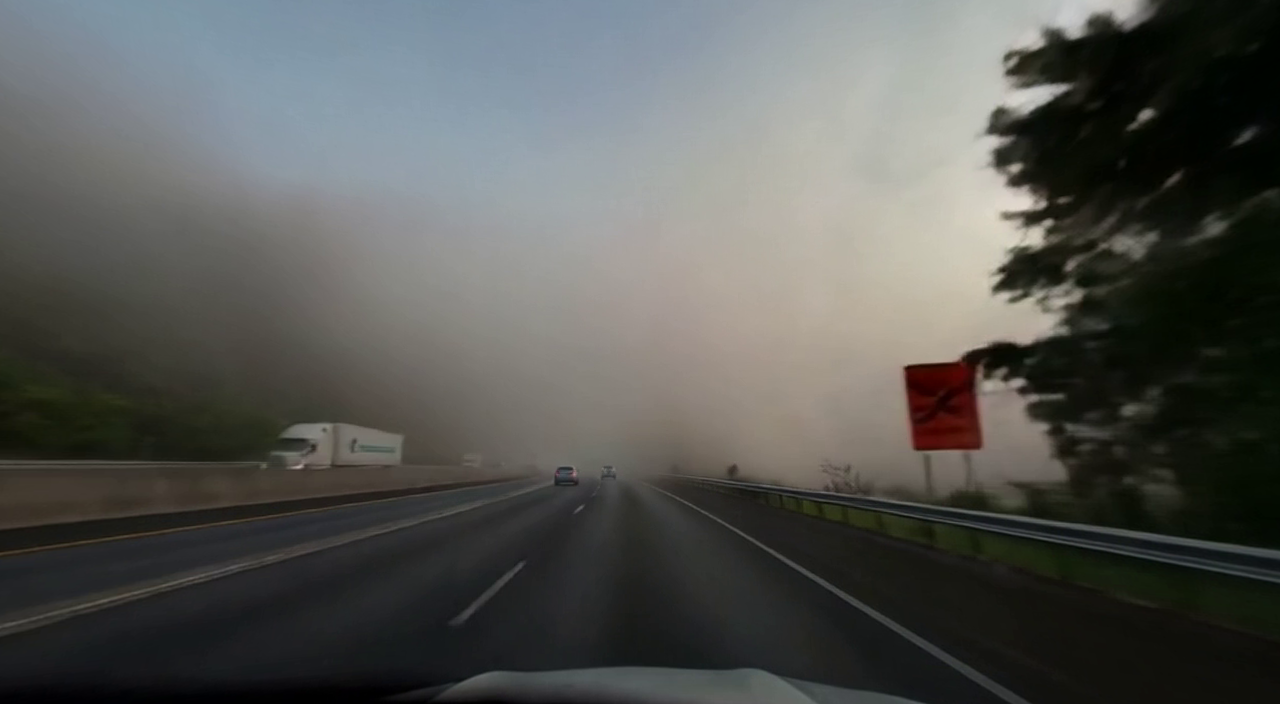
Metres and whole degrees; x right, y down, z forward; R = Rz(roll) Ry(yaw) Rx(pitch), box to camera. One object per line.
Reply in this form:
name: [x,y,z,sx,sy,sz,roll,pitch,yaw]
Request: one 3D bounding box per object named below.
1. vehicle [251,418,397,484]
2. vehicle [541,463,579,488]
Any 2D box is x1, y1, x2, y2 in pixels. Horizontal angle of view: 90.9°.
vehicle: [-22.514,7.549,46.790,2.868,3.983,16.567,1,-10,-2]
vehicle: [-5.383,8.406,42.974,2.115,1.546,4.638,1,-10,-2]
